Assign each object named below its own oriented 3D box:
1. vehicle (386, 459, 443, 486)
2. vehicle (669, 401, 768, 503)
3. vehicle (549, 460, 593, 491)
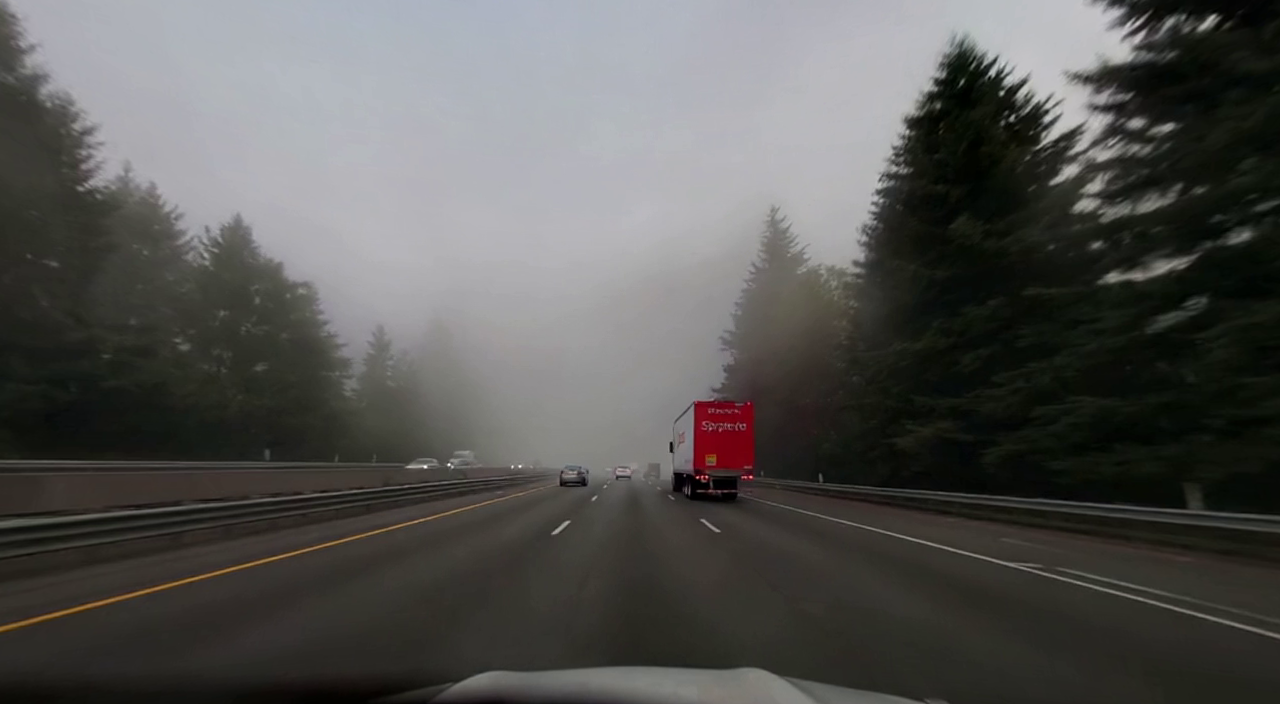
[{"bbox_3d":[-13.274,7.139,37.335,1.822,1.472,4.364,1,-10,-1],"label":"vehicle"},{"bbox_3d":[3.652,5.510,33.883,2.992,4.300,13.967,1,-10,-2],"label":"vehicle"},{"bbox_3d":[-4.052,7.351,37.715,2.155,1.667,4.615,1,-10,-1],"label":"vehicle"}]
